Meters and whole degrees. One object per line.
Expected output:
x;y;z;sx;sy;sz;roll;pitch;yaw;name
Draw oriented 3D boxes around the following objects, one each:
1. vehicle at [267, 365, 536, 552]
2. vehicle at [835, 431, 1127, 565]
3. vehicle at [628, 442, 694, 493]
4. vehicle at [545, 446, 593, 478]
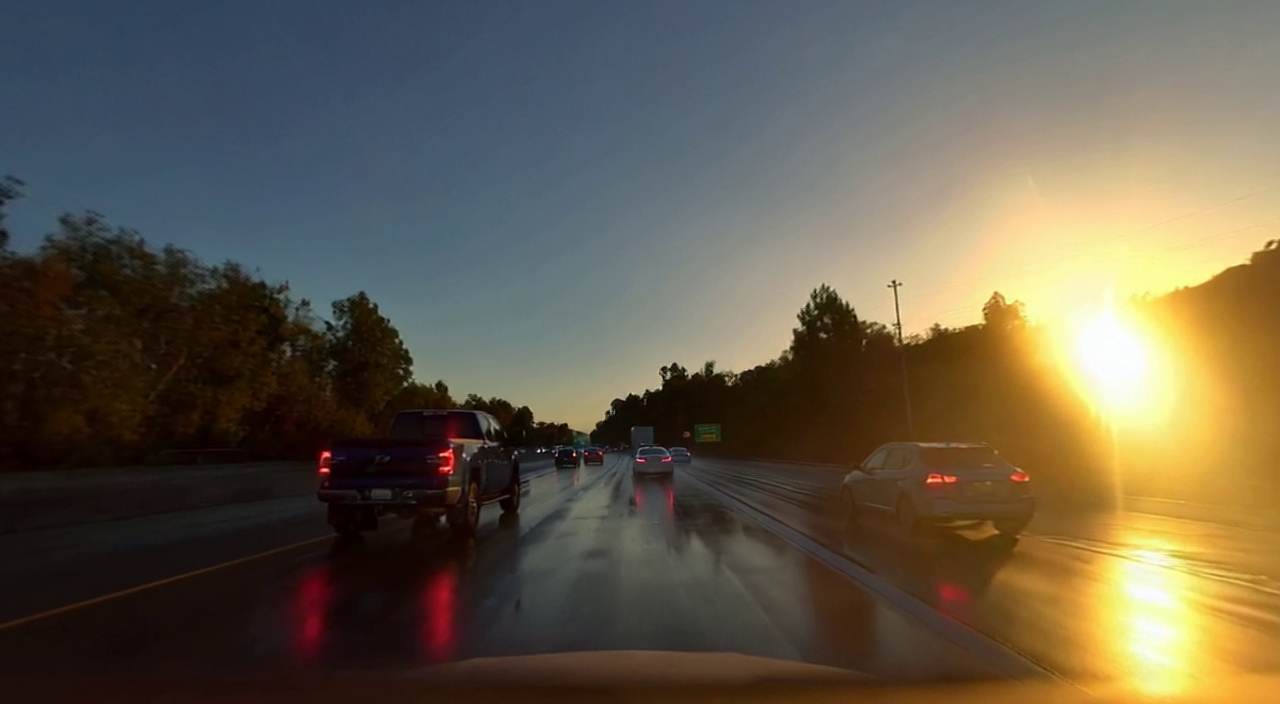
-3.655;1.863;11.382;2.523;2.458;6.022;0;-9;0;vehicle
4.533;1.985;9.228;1.961;1.491;4.035;0;-9;-1;vehicle
0.606;3.855;21.330;2.015;1.526;4.286;0;-9;-1;vehicle
-3.561;5.580;32.149;1.940;1.502;4.463;0;-9;0;vehicle
